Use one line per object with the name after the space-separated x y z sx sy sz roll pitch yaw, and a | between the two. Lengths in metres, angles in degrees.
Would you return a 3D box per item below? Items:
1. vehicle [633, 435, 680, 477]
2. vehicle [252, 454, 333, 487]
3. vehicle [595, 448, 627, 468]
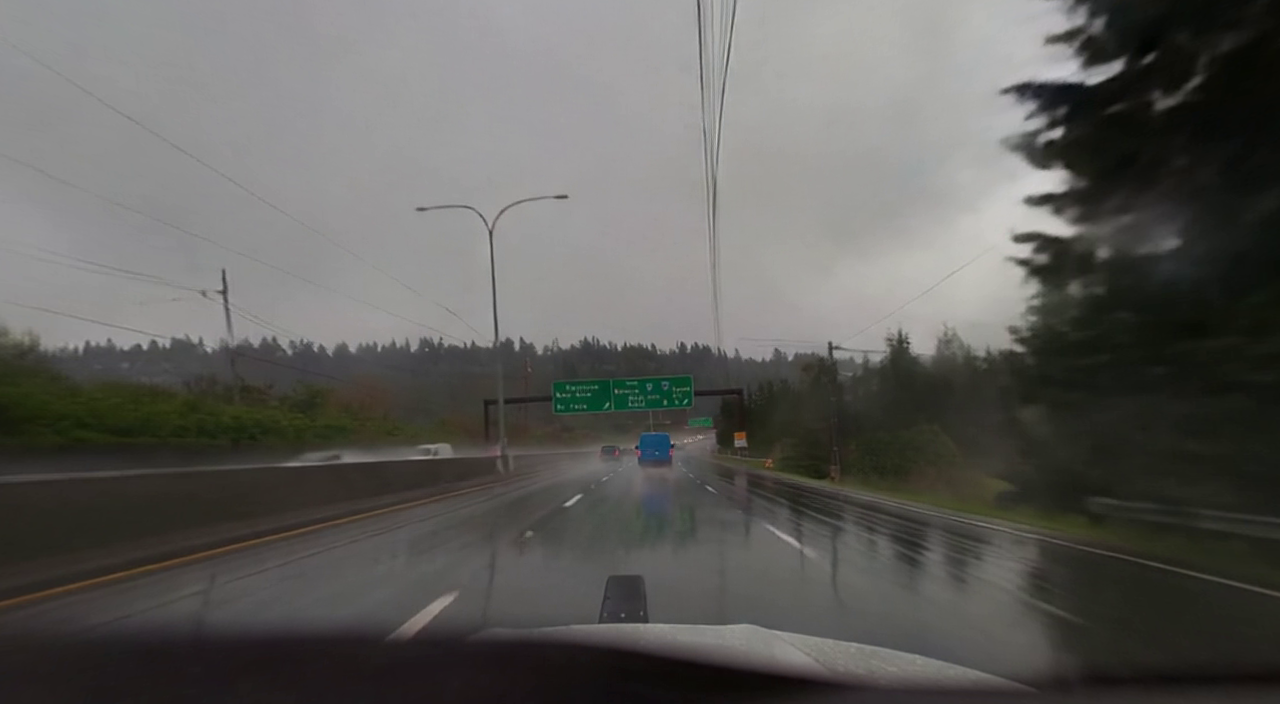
0.865 5.397 32.785 2.261 1.969 5.104 -1 -9 2 | vehicle
-17.347 5.904 31.710 1.673 1.469 3.993 -1 -9 2 | vehicle
-2.185 8.087 48.041 1.996 1.433 4.316 -1 -9 3 | vehicle
